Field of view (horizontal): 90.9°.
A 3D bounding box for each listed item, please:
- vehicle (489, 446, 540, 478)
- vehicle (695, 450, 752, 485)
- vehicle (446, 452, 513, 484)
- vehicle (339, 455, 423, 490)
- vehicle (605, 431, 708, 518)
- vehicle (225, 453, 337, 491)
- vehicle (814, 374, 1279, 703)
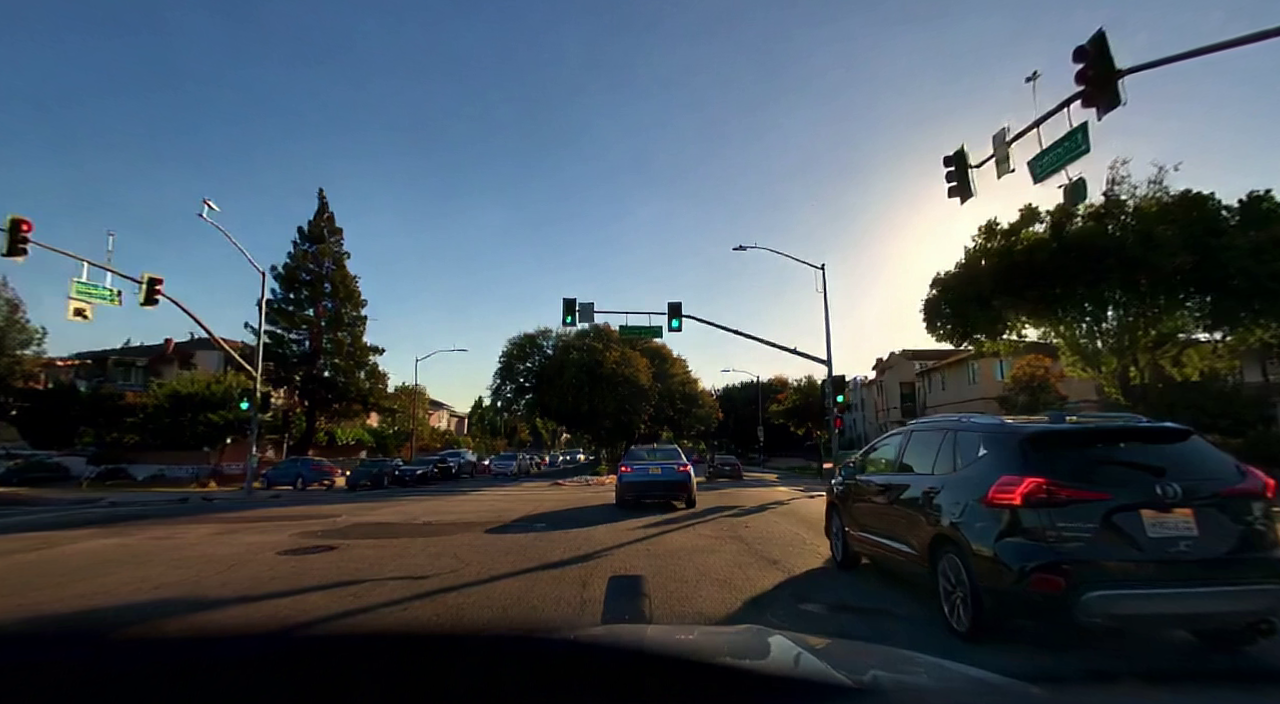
[{"bbox_3d":[-8.025,7.050,40.793,2.182,1.939,4.889,0,-8,1],"label":"vehicle"},{"bbox_3d":[3.870,5.442,29.976,2.096,1.489,4.757,0,-9,1],"label":"vehicle"},{"bbox_3d":[-7.964,5.803,31.806,2.083,1.420,4.702,0,-9,1],"label":"vehicle"},{"bbox_3d":[-11.954,5.551,29.395,1.959,1.450,4.487,0,-8,1],"label":"vehicle"},{"bbox_3d":[0.318,2.922,15.604,2.185,1.822,4.391,0,-8,-1],"label":"vehicle"},{"bbox_3d":[-18.547,6.159,32.819,1.986,1.742,4.580,-5,-10,31],"label":"vehicle"},{"bbox_3d":[3.294,1.339,5.624,2.166,1.799,4.372,0,-8,-1],"label":"vehicle"}]
